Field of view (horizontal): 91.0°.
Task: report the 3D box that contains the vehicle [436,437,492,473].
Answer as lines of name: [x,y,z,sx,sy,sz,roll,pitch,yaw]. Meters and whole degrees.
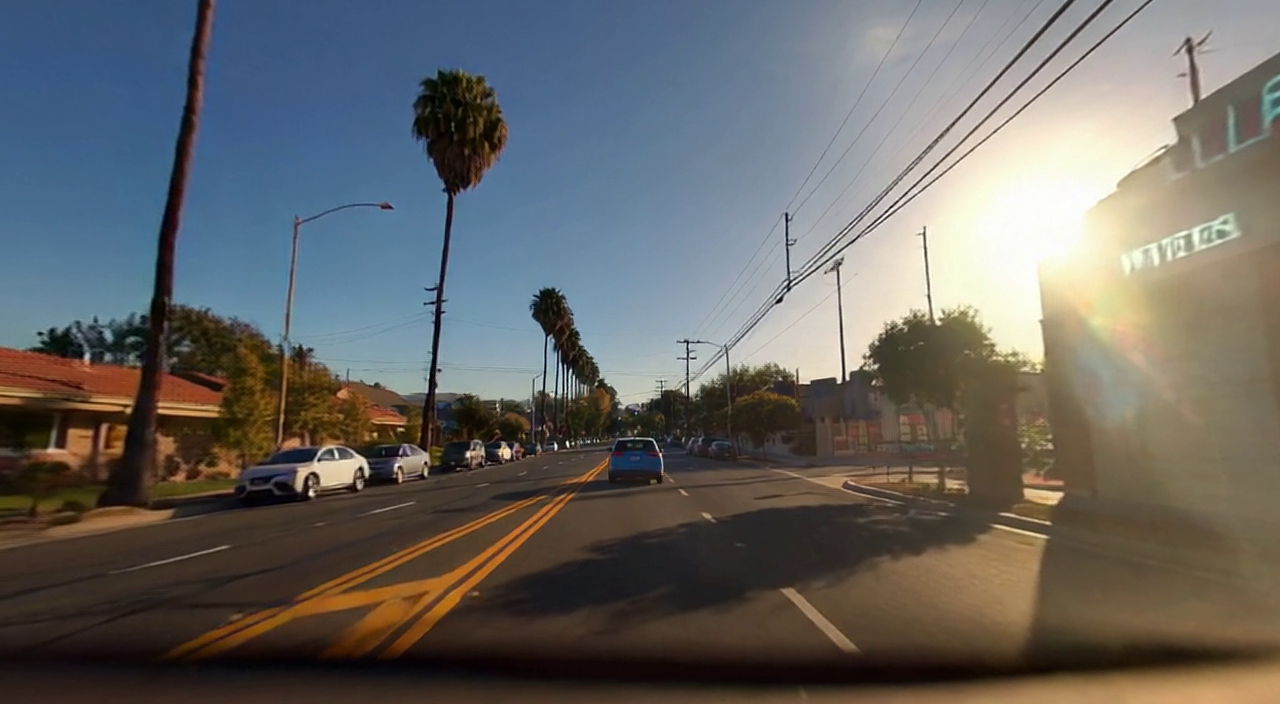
vehicle: [-10.081,5.925,36.406,1.958,1.937,4.114,-1,-8,2]

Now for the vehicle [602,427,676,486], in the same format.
vehicle: [-0.103,3.561,21.673,2.264,1.798,4.563,0,-8,-2]

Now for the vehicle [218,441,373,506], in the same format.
vehicle: [-10.161,3.583,19.117,2.075,1.693,4.696,0,-8,-1]

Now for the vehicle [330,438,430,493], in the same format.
vehicle: [-10.184,4.434,25.152,1.992,1.744,4.896,-1,-6,-1]

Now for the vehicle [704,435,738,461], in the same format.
vehicle: [5.989,7.175,47.009,2.005,1.775,4.324,0,-9,0]
